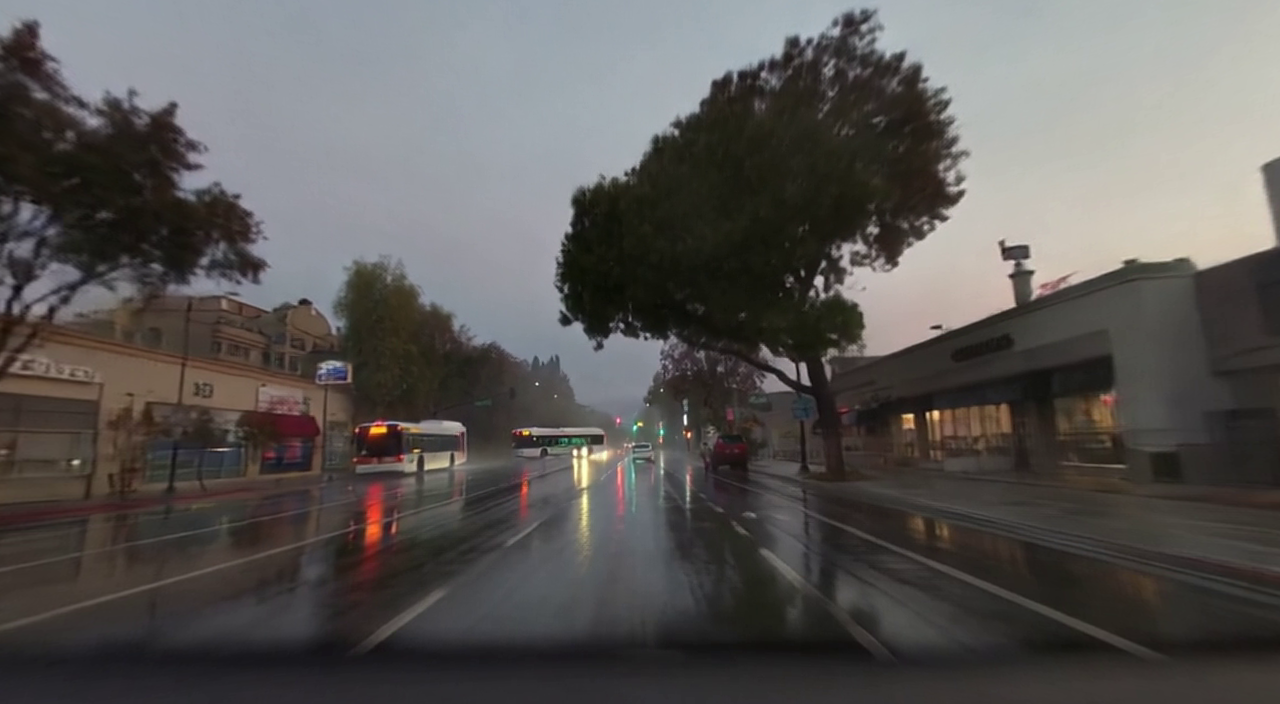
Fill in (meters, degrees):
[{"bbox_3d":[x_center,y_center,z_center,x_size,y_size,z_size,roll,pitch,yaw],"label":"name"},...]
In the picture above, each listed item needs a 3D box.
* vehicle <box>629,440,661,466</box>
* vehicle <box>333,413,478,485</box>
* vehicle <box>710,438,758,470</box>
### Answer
[{"bbox_3d":[0.298,6.915,43.298,2.089,1.699,4.650,0,-9,-1],"label":"vehicle"},{"bbox_3d":[-12.627,5.519,35.835,3.356,3.365,12.460,0,-9,1],"label":"vehicle"},{"bbox_3d":[5.191,5.720,35.412,2.014,1.681,4.332,0,-9,-1],"label":"vehicle"}]
